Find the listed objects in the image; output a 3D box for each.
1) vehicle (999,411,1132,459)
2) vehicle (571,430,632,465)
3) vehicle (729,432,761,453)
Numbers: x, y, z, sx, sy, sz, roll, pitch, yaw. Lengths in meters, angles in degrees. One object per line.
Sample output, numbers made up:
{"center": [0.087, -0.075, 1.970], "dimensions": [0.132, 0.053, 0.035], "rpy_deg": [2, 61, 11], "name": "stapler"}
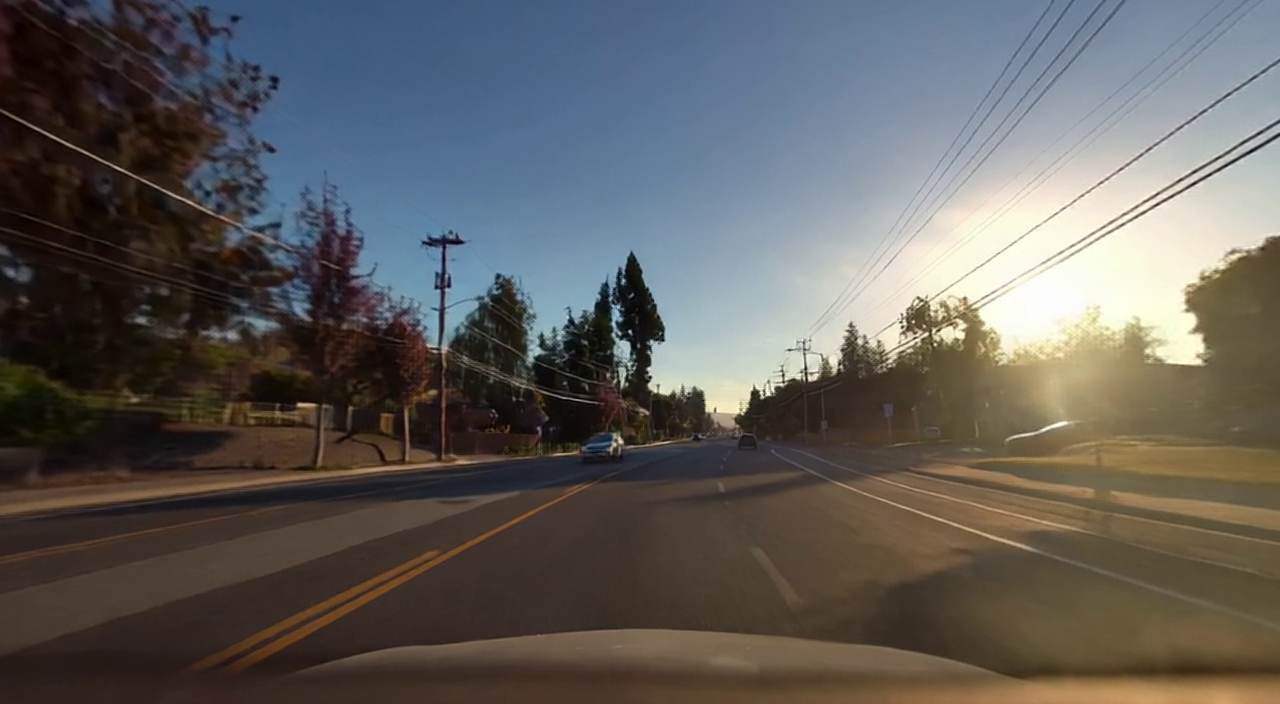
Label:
{"center": [19.251, 3.835, 28.768], "dimensions": [4.687, 1.805, 2.130], "rpy_deg": [-9, -11, 32], "name": "vehicle"}
{"center": [-1.703, 4.495, 29.718], "dimensions": [1.974, 1.479, 4.392], "rpy_deg": [-2, -9, 9], "name": "vehicle"}
{"center": [7.884, 6.840, 47.520], "dimensions": [1.982, 1.451, 4.152], "rpy_deg": [-1, -8, 5], "name": "vehicle"}
